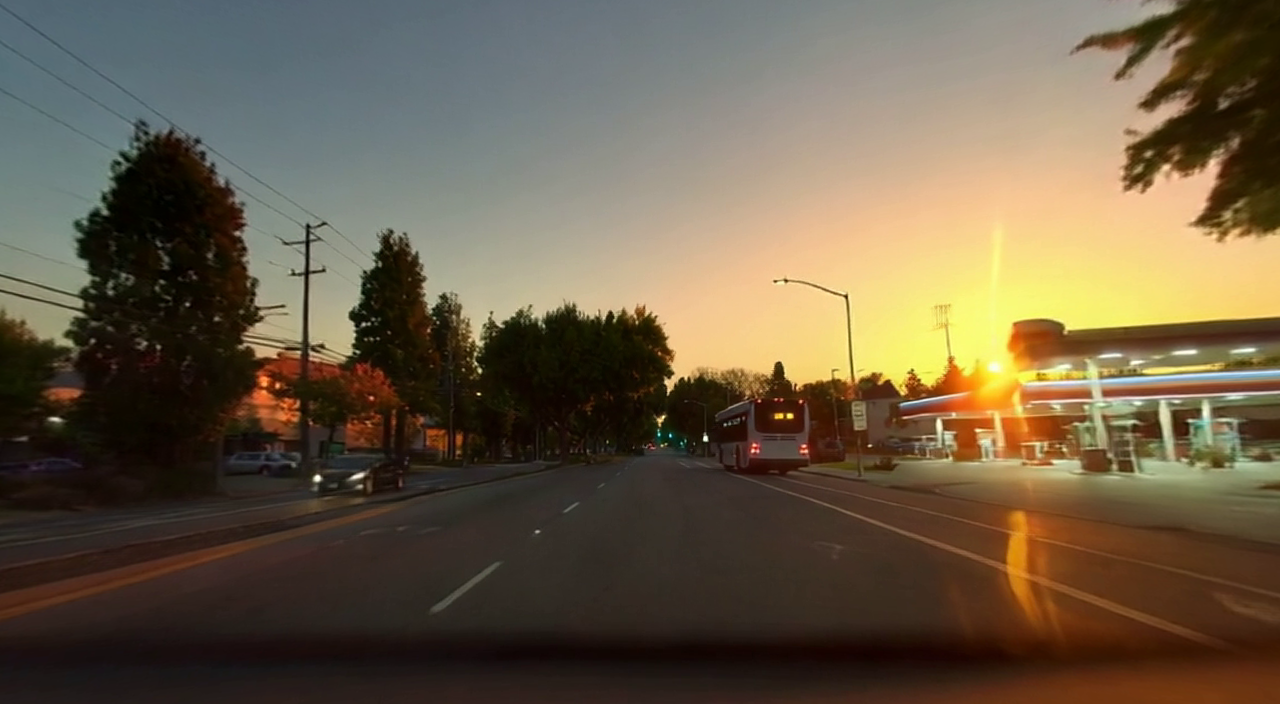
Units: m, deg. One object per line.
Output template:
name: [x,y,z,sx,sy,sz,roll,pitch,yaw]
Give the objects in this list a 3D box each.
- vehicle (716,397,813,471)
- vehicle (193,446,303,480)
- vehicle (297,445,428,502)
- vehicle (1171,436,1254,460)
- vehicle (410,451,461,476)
vehicle: [8.635,6.112,46.352,4.582,4.678,12.589,0,-8,0]
vehicle: [-24.370,6.869,39.446,2.284,1.855,5.392,-4,-9,25]
vehicle: [-8.127,3.571,18.988,1.900,1.481,4.317,0,-8,1]
vehicle: [44.623,7.462,49.351,1.948,1.776,5.438,-1,-8,8]
vehicle: [-13.222,7.218,41.097,1.779,1.476,4.260,0,-8,2]
